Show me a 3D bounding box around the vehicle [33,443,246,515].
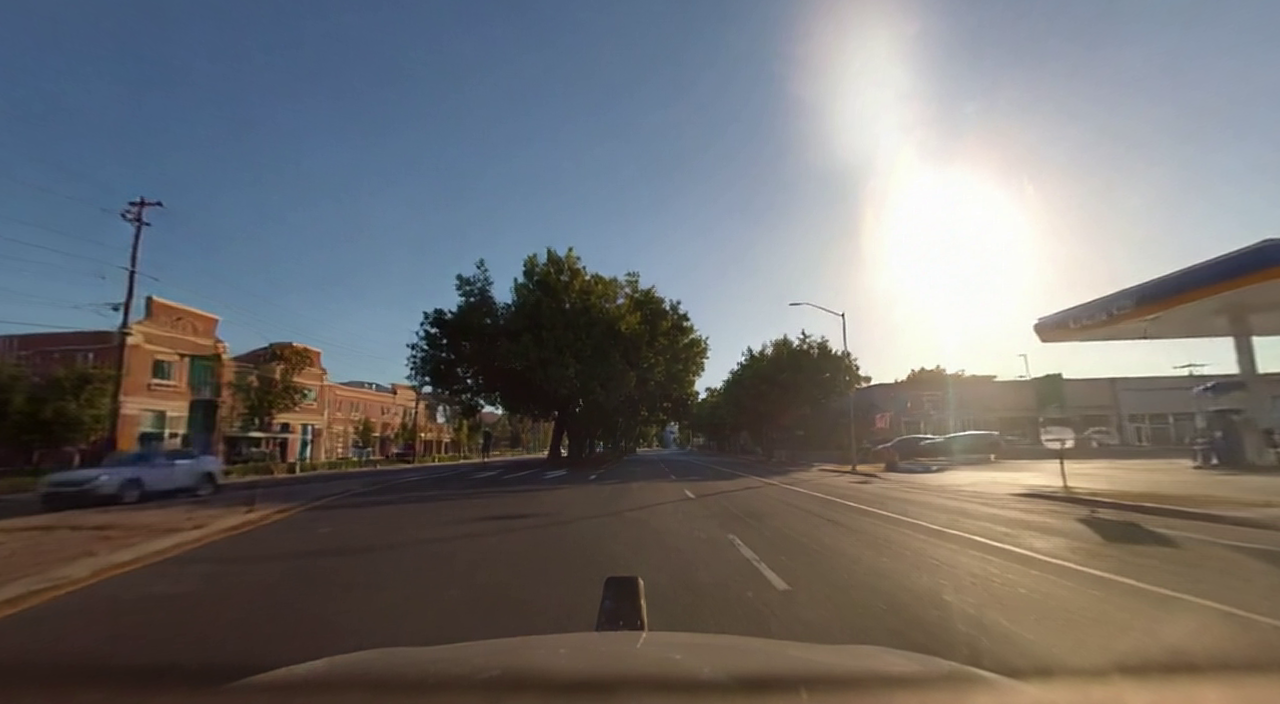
[{"bbox_3d":[-11.923,2.995,15.515,1.725,1.507,4.251,0,-8,0],"label":"vehicle"}]
